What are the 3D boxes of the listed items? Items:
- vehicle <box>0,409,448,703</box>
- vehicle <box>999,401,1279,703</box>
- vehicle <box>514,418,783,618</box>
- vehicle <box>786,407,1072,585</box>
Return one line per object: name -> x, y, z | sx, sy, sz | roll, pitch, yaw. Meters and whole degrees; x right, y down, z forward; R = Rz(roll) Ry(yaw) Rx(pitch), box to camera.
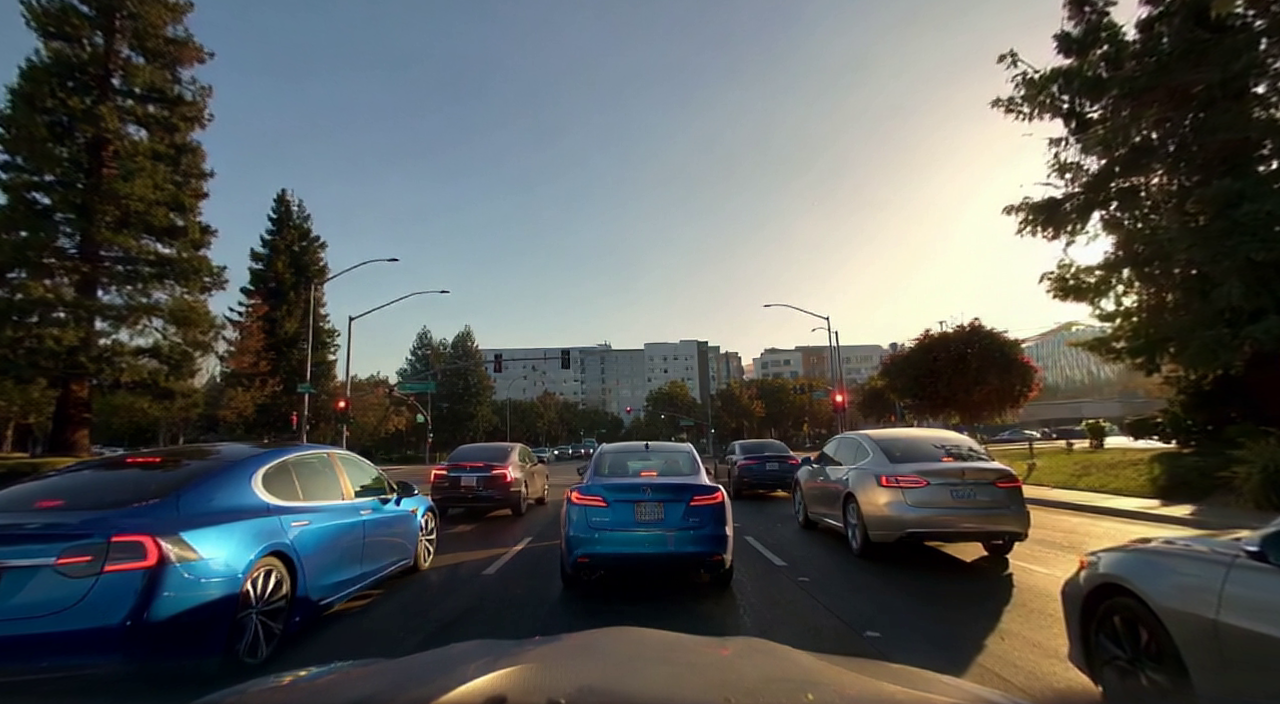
vehicle -> -3.083, 1.285, 4.508 | 2.015, 1.478, 4.407 | 0, -8, 0
vehicle -> 3.309, 0.853, 1.704 | 1.951, 1.522, 4.614 | 0, -8, 0
vehicle -> 0.032, 1.642, 7.219 | 2.144, 1.563, 4.218 | 0, -8, -1
vehicle -> 3.403, 1.763, 8.465 | 1.938, 1.732, 4.006 | 2, -9, 0
